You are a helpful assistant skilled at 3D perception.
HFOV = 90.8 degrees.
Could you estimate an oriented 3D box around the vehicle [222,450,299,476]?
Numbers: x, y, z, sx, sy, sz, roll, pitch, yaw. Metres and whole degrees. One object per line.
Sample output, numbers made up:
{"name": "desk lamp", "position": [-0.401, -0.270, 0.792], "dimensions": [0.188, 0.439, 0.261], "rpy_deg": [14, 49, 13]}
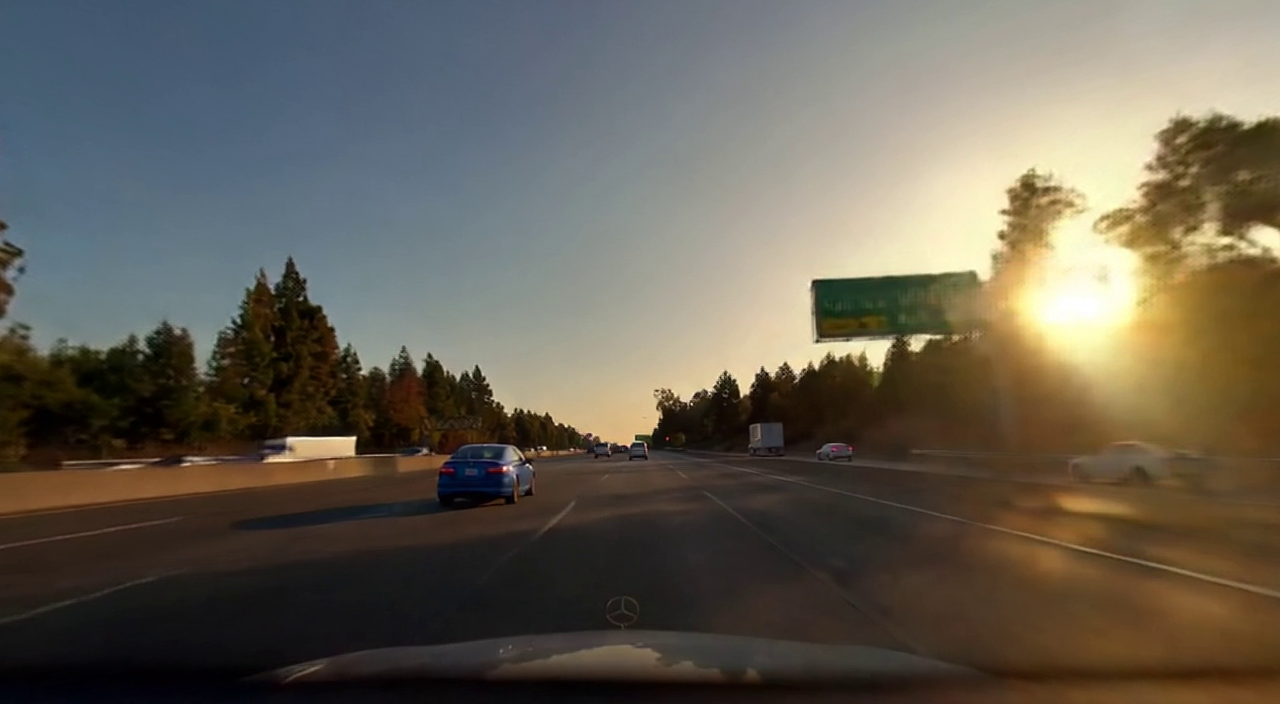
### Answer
{"name": "vehicle", "position": [-24.516, 7.164, 41.053], "dimensions": [1.925, 1.612, 4.852], "rpy_deg": [0, -9, 0]}

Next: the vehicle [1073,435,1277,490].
{"name": "vehicle", "position": [15.965, 3.325, 19.331], "dimensions": [1.873, 1.463, 4.937], "rpy_deg": [0, -9, -1]}

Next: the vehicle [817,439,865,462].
{"name": "vehicle", "position": [15.842, 7.790, 49.952], "dimensions": [2.081, 1.707, 4.756], "rpy_deg": [0, -9, -2]}

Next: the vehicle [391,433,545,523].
{"name": "vehicle", "position": [-3.306, 2.525, 13.142], "dimensions": [2.020, 1.554, 4.137], "rpy_deg": [0, -9, 0]}
